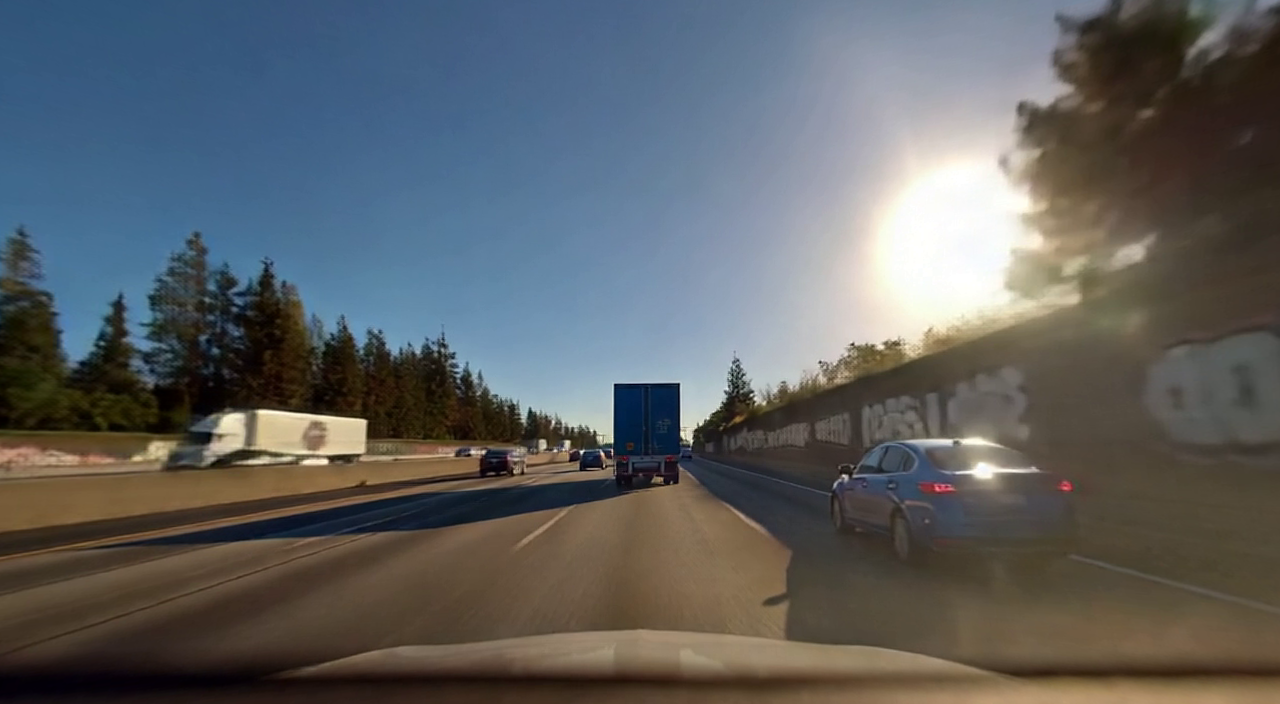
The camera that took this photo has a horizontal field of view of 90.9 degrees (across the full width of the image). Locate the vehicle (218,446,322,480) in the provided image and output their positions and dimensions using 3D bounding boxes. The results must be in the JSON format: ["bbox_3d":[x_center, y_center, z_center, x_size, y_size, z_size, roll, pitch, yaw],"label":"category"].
[{"bbox_3d":[-18.493,5.570,31.842,2.062,1.554,5.036,-1,-9,3],"label":"vehicle"}]

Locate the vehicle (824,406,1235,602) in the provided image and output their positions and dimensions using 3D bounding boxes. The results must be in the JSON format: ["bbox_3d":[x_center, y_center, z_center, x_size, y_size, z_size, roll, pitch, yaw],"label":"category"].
[{"bbox_3d":[4.035,1.667,7.739,2.205,1.689,4.403,0,-9,0],"label":"vehicle"}]

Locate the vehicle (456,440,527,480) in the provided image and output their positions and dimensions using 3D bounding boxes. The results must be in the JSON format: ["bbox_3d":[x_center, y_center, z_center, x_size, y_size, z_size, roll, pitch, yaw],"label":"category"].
[{"bbox_3d":[-6.416,4.729,27.694,2.005,1.607,4.042,0,-9,2],"label":"vehicle"}]

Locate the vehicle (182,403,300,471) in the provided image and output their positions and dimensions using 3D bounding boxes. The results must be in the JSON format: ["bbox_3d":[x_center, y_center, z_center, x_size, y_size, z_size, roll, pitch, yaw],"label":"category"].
[{"bbox_3d":[-24.238,5.290,38.752,2.998,3.835,5.934,-1,-9,2],"label":"vehicle"}]

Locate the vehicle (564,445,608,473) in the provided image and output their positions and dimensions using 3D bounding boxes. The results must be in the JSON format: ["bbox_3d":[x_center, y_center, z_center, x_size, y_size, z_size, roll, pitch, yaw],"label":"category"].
[{"bbox_3d":[-3.031,6.071,35.915,2.020,1.505,4.171,0,-9,2],"label":"vehicle"}]

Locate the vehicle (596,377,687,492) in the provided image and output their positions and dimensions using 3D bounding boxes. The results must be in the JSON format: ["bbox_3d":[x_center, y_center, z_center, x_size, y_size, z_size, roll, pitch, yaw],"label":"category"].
[{"bbox_3d":[0.087,3.394,25.152,2.915,3.661,9.741,0,-9,0],"label":"vehicle"}]
